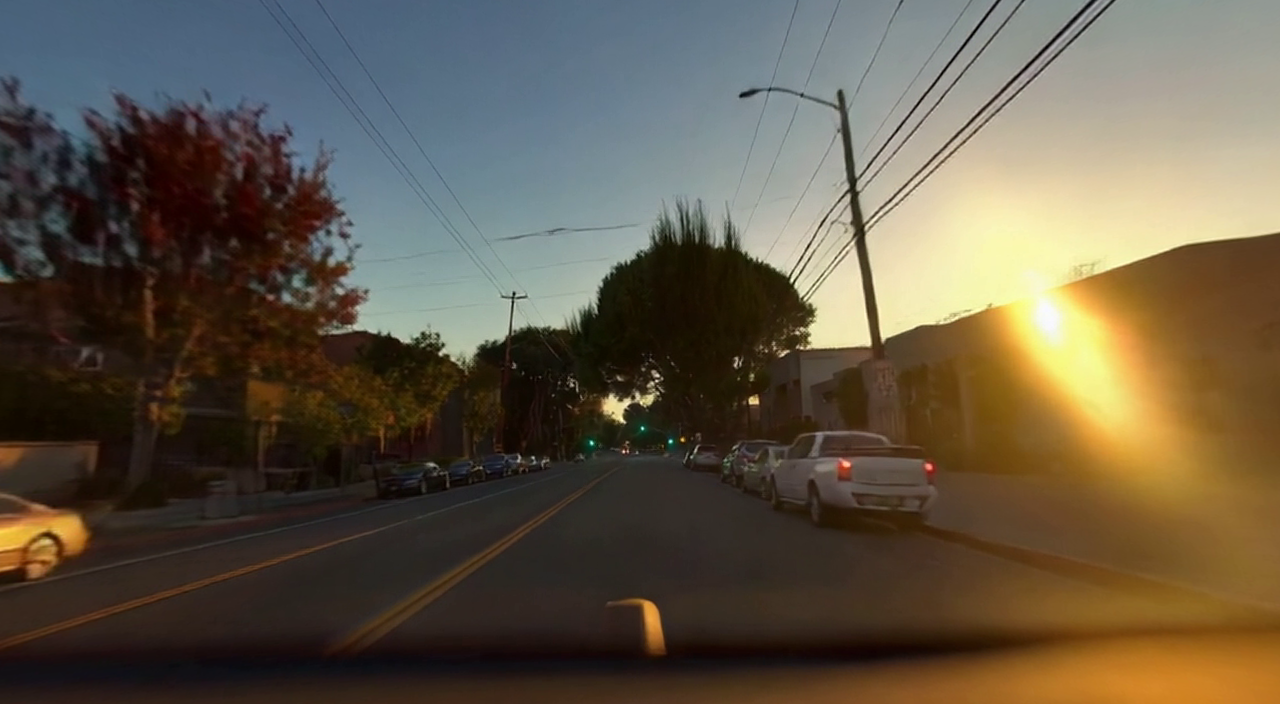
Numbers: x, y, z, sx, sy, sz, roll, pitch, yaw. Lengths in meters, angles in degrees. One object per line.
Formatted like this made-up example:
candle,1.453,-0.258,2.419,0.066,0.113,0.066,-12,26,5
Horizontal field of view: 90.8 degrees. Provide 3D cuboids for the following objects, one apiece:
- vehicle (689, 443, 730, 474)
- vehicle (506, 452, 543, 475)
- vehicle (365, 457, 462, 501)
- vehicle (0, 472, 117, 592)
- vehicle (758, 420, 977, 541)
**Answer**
vehicle,4.107,6.364,37.989,2.155,1.747,4.311,-1,-9,2
vehicle,-8.814,8.595,48.505,1.884,1.526,4.061,-5,-10,2
vehicle,-8.988,5.063,25.584,2.208,1.508,4.590,0,-9,0
vehicle,-9.201,2.310,7.763,1.818,1.469,4.349,0,-9,0
vehicle,3.812,2.261,11.779,2.225,1.759,4.817,0,-9,-1
